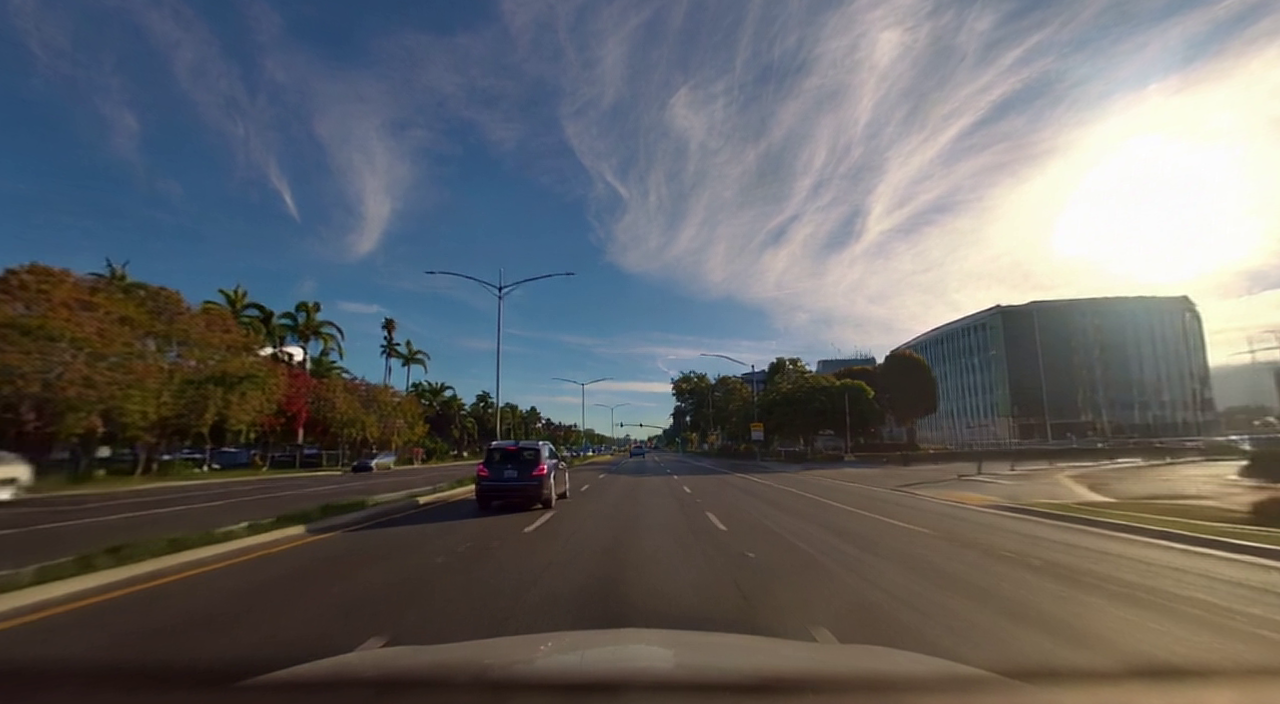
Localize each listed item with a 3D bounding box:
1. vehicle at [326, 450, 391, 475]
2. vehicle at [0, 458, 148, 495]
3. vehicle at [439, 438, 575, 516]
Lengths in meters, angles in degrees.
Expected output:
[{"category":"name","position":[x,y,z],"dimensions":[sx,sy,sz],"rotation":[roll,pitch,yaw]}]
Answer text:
[{"category":"vehicle","position":[-18.073,7.106,40.708],"dimensions":[1.993,1.466,4.731],"rotation":[0,-8,1]},{"category":"vehicle","position":[-24.749,5.431,27.604],"dimensions":[4.603,1.480,2.167],"rotation":[0,-8,1]},{"category":"vehicle","position":[-2.948,2.871,15.196],"dimensions":[2.162,1.549,4.795],"rotation":[0,-8,1]}]
